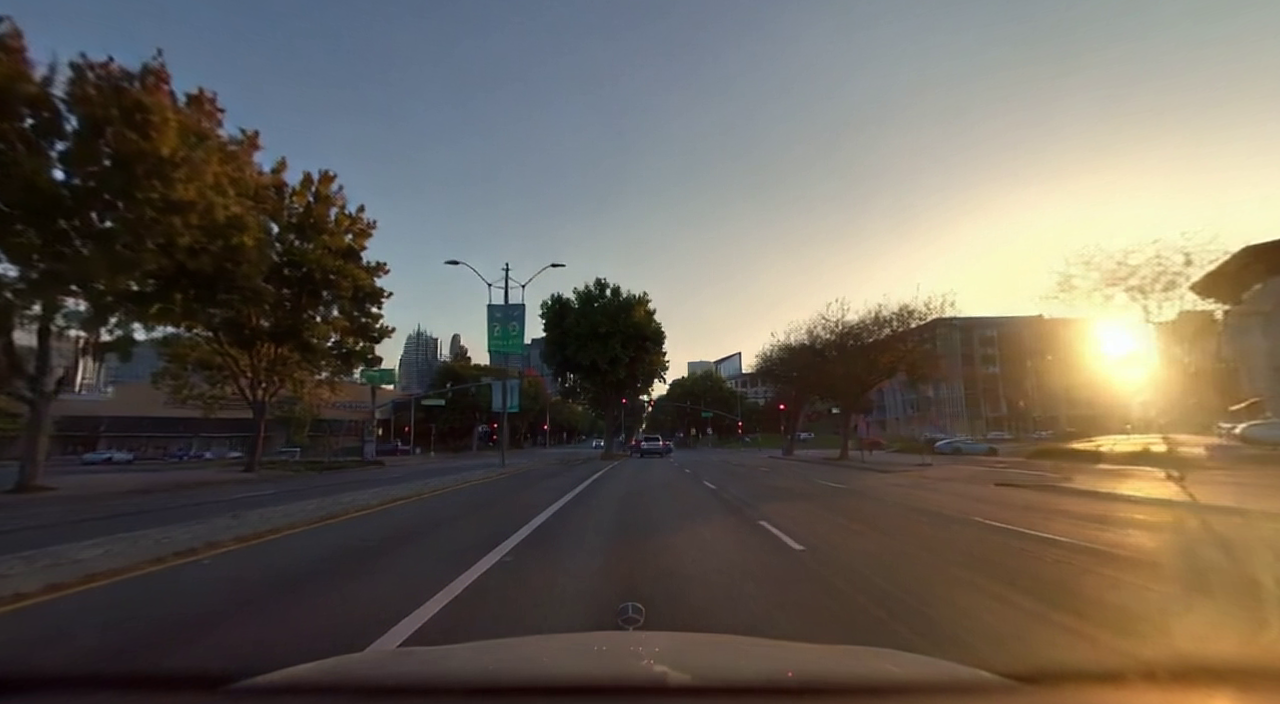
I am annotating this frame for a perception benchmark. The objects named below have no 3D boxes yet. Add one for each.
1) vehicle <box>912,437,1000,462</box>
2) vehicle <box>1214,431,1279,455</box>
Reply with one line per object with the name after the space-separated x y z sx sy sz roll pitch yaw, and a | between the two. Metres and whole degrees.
19.928 6.168 39.868 4.479 1.488 2.038 0 -8 -1 | vehicle
39.960 5.842 40.352 1.770 1.442 4.897 0 -8 0 | vehicle
